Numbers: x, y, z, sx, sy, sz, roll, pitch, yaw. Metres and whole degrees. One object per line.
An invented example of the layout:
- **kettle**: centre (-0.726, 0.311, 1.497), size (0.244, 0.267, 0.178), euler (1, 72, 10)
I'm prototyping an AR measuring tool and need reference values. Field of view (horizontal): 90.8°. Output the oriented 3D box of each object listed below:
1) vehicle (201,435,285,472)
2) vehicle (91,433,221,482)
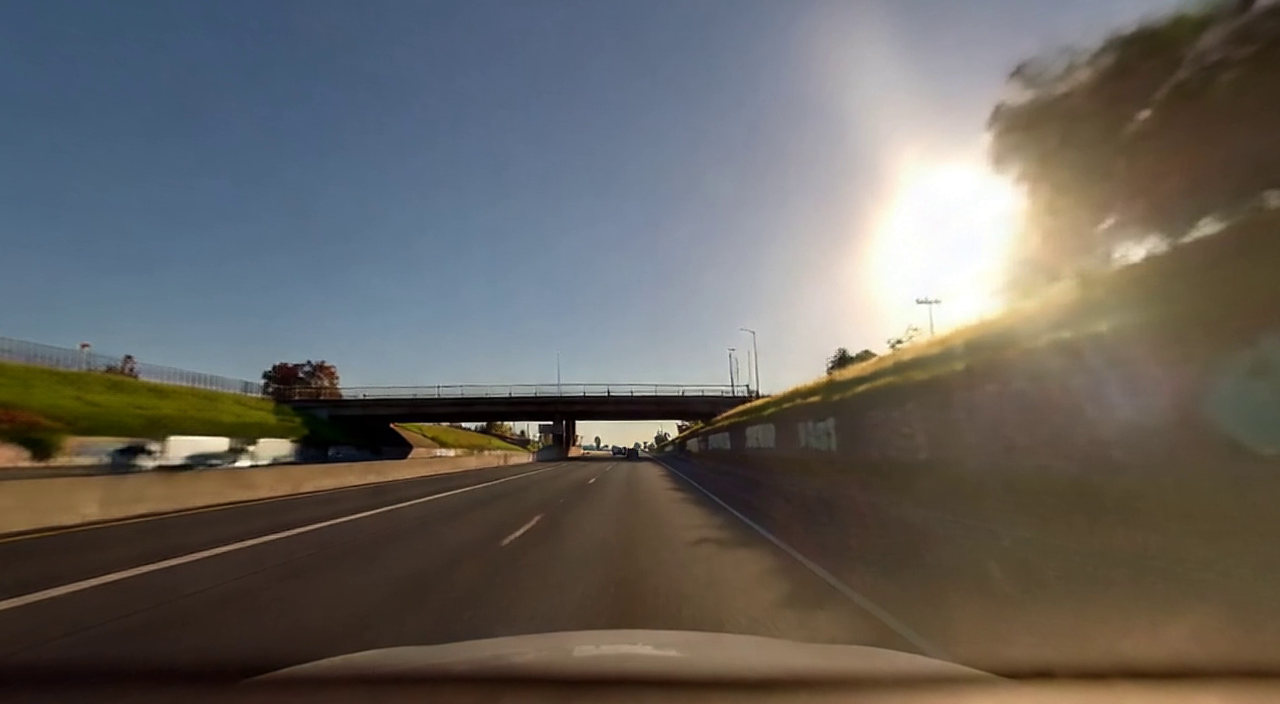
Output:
- **vehicle**: centre (-23.661, 6.055, 37.806), size (2.228, 2.058, 4.155), euler (0, -9, 0)
- **vehicle**: centre (-23.615, 5.185, 31.166), size (2.015, 2.161, 5.496), euler (0, -9, 0)
